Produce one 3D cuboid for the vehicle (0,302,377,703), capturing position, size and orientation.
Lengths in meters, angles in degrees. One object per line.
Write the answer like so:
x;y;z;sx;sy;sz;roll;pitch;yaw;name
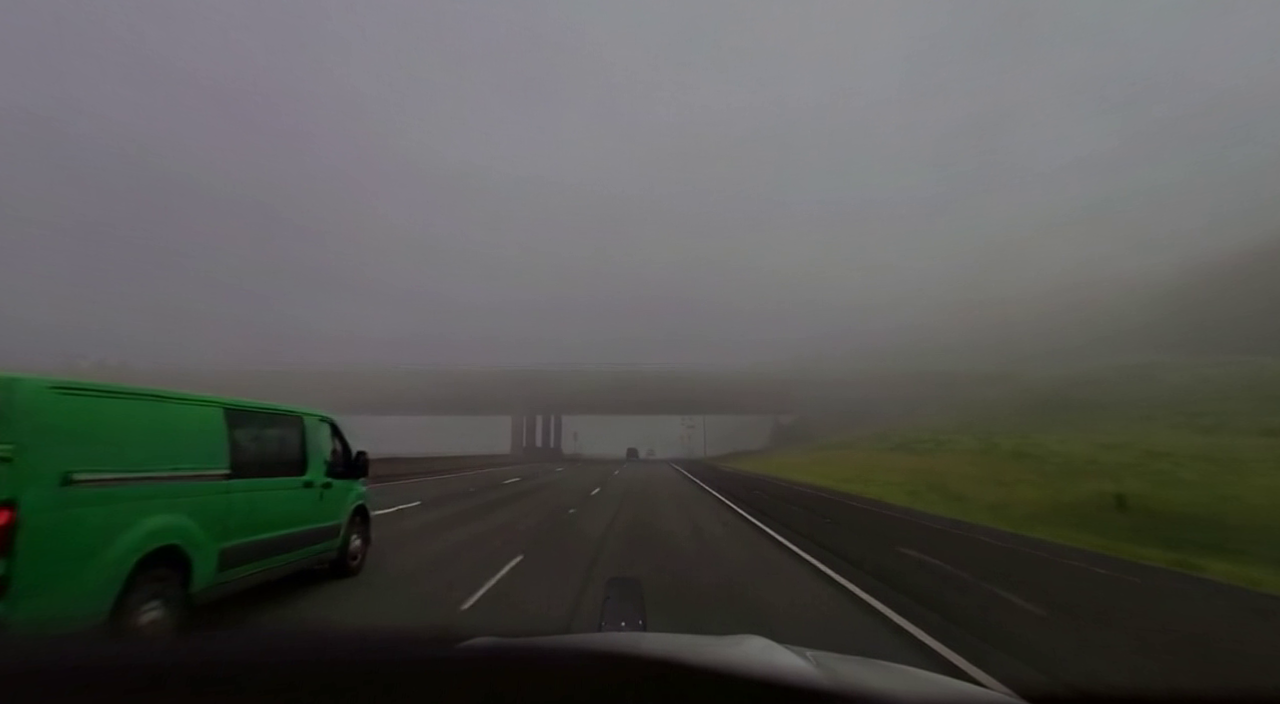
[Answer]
-4.038;0.984;4.409;2.167;1.929;5.037;0;-9;0;vehicle
